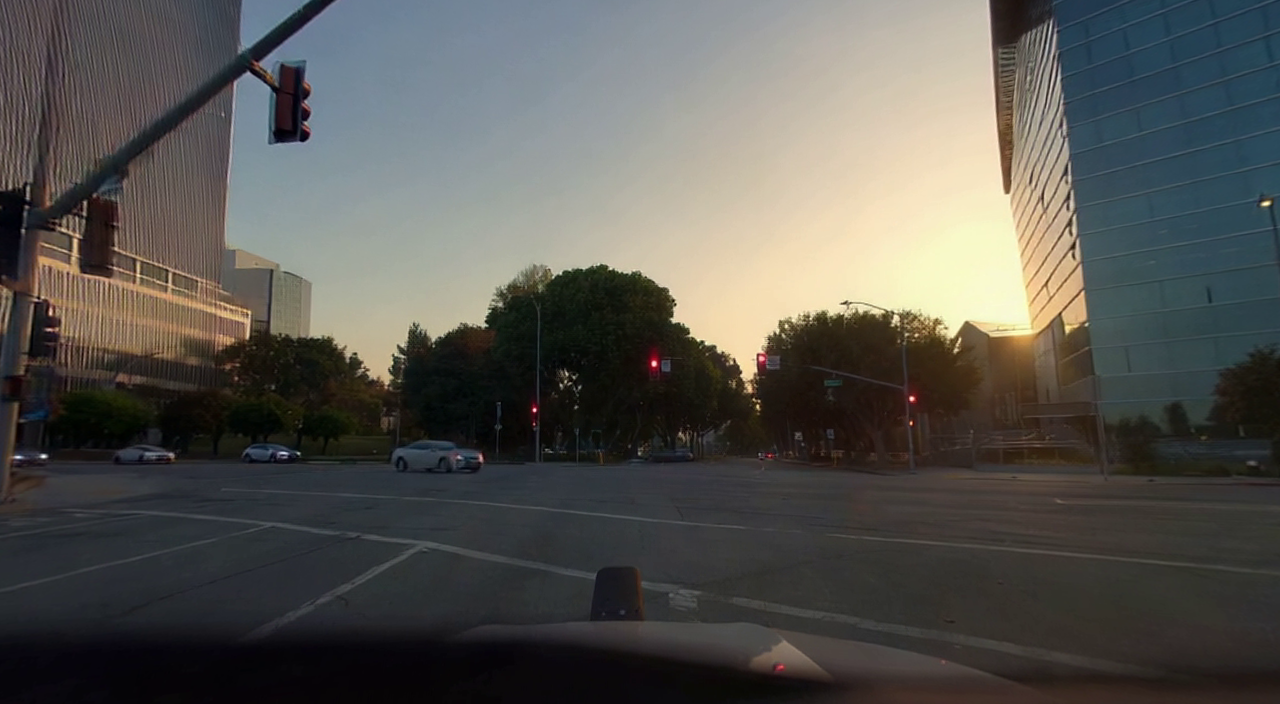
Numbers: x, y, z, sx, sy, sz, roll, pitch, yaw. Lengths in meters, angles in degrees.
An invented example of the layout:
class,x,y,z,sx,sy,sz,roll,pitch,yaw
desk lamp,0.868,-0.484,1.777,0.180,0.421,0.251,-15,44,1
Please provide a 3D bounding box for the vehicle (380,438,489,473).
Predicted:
class,x,y,z,sx,sy,sz,roll,pitch,yaw
vehicle,-9.907,4.943,30.335,5.408,1.505,2.091,-6,-10,35

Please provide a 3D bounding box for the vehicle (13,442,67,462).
class,x,y,z,sx,sy,sz,roll,pitch,yaw
vehicle,-43.864,7.280,46.136,4.323,1.390,1.953,-6,-10,35

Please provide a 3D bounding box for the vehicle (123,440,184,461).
class,x,y,z,sx,sy,sz,roll,pitch,yaw
vehicle,-35.718,7.246,46.320,4.380,1.455,1.869,-5,-10,29
